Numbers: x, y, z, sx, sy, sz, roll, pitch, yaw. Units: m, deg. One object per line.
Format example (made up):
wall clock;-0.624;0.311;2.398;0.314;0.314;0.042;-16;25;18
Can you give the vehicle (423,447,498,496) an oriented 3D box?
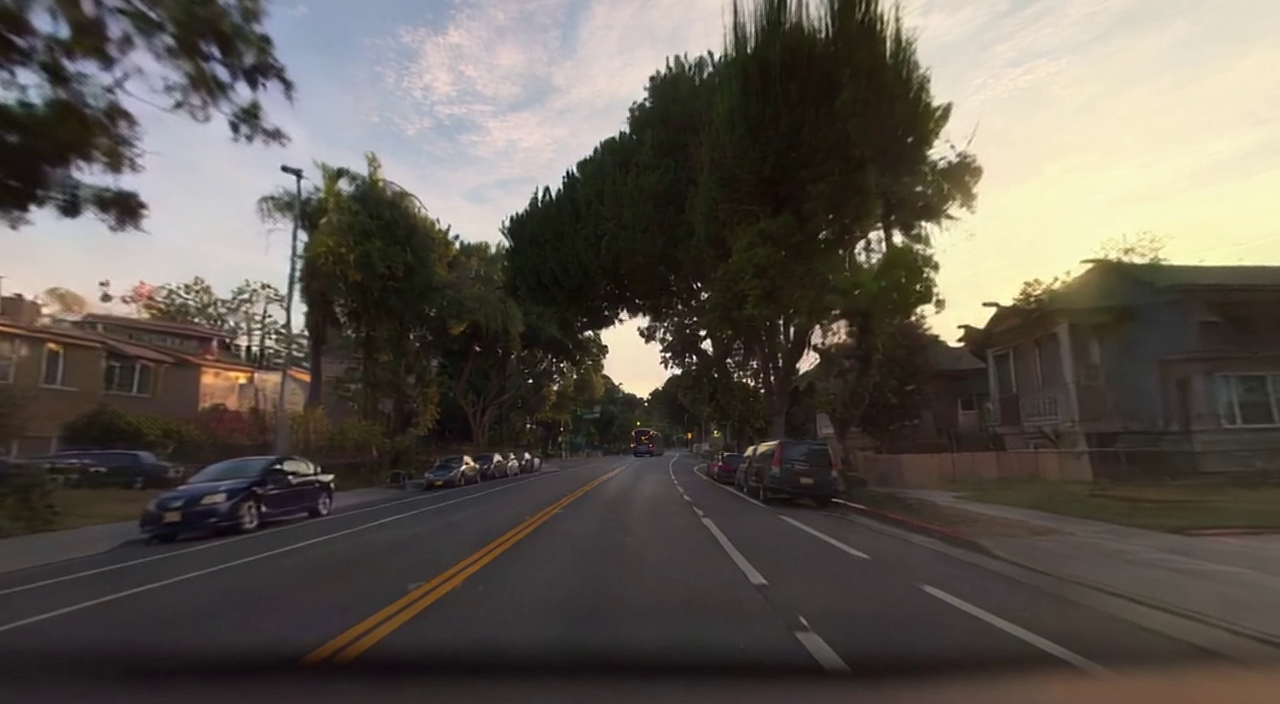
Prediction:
vehicle;-7.736;5.131;27.691;1.898;1.755;4.603;-5;-8;-1

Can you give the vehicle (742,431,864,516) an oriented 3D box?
vehicle;4.325;3.281;17.584;2.060;1.833;4.927;5;-9;1

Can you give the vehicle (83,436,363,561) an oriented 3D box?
vehicle;-7.957;2.768;12.970;2.094;1.840;5.450;-4;-8;0

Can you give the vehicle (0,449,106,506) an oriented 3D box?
vehicle;-19.814;3.896;19.818;4.197;1.659;2.059;0;-8;0
